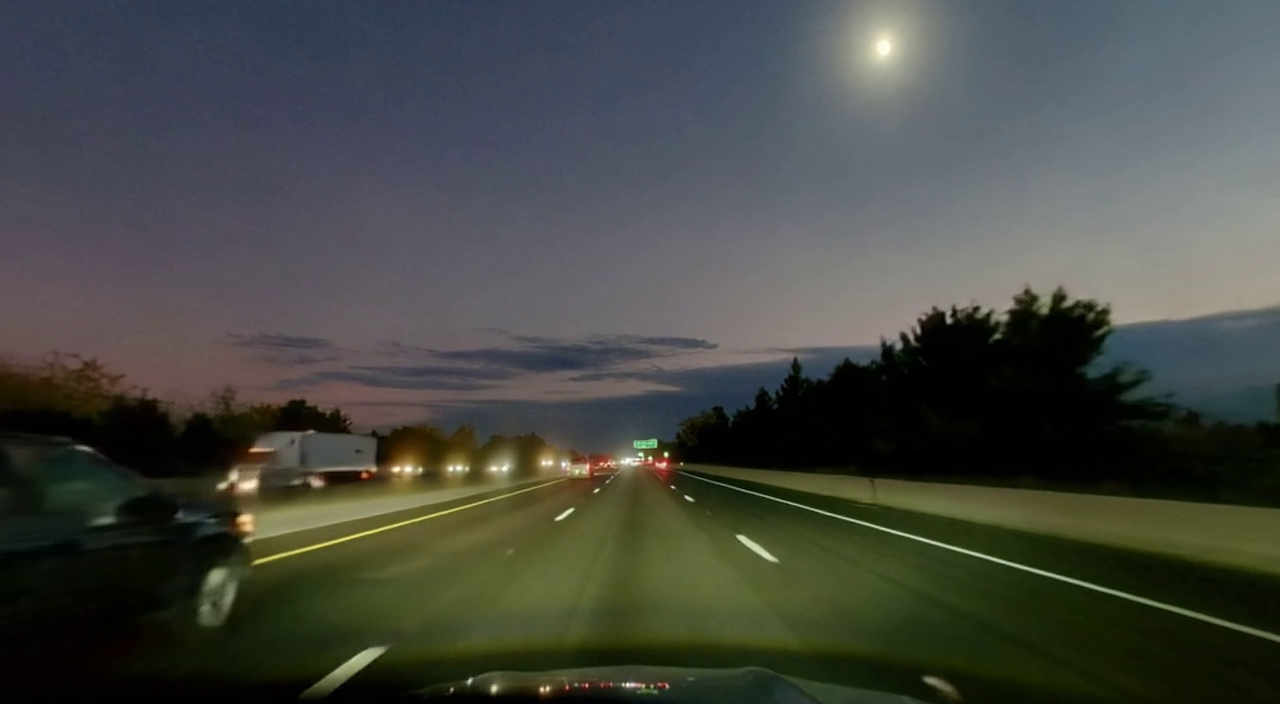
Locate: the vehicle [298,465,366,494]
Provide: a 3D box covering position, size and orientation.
[{"bbox_3d":[-16.681,6.892,34.281,1.738,1.447,3.731,1,-10,0],"label":"vehicle"}]

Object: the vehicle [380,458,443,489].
[{"bbox_3d":[-12.596,6.721,34.968,1.946,1.599,4.078,1,-10,0],"label":"vehicle"}]

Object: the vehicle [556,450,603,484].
[{"bbox_3d":[-3.631,7.033,38.530,2.390,1.879,4.423,1,-10,0],"label":"vehicle"}]

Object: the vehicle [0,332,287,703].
[{"bbox_3d":[-3.878,0.791,2.343,2.272,1.873,4.832,1,-10,0],"label":"vehicle"}]
